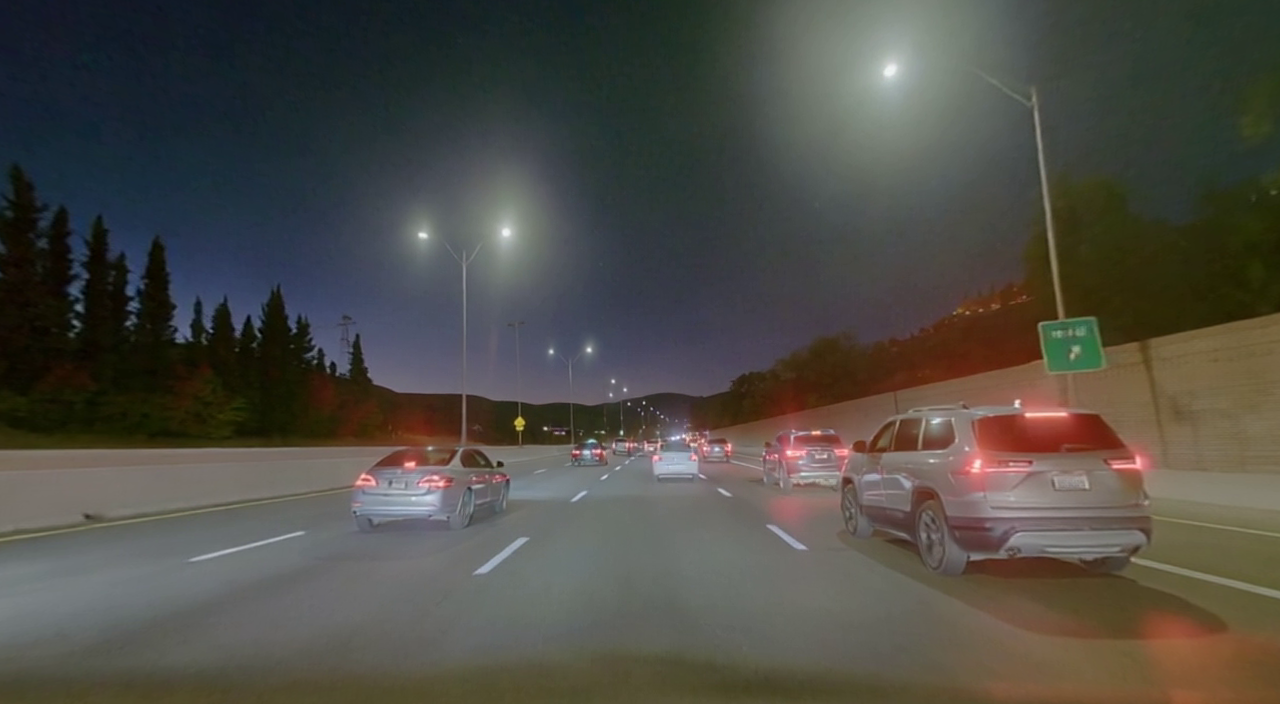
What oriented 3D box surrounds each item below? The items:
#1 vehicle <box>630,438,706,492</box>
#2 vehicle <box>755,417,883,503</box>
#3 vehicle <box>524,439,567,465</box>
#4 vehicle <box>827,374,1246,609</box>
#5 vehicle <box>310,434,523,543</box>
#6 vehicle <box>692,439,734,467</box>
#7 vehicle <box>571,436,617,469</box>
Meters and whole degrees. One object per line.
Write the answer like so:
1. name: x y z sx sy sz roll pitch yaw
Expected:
1. vehicle: 0.765 3.429 19.546 2.105 1.471 3.978 0 -8 0
2. vehicle: 4.350 2.698 16.186 1.970 1.872 4.575 0 -8 0
3. vehicle: -6.526 6.954 44.095 2.055 1.751 4.825 0 -8 2
4. vehicle: 3.757 1.399 7.183 1.930 1.831 4.344 0 -8 1
5. vehicle: -3.454 2.173 10.799 1.961 1.456 4.362 0 -8 1
6. vehicle: 4.122 5.743 36.100 1.855 1.513 3.915 0 -8 -1
7. vehicle: -2.653 5.939 37.572 2.154 1.793 4.736 0 -8 3
